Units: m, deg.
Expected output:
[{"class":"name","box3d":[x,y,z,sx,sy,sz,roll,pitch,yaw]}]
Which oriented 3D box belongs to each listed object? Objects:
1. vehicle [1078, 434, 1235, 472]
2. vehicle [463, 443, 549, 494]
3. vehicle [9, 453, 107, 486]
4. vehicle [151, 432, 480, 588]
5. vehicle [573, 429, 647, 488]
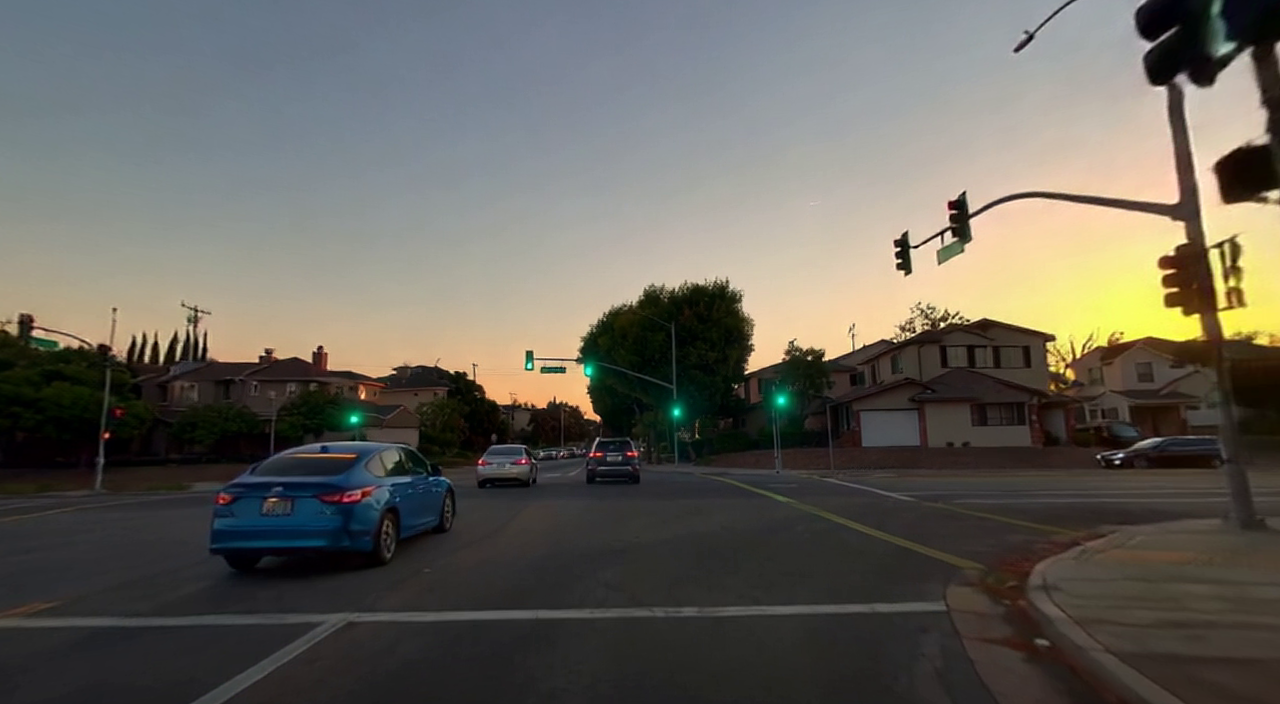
[{"class":"vehicle","box3d":[20.414,4.003,25.164,4.353,1.431,1.876,-2,-8,12]},{"class":"vehicle","box3d":[-4.206,3.698,20.566,1.934,1.459,4.368,0,-8,-1]},{"class":"vehicle","box3d":[-32.614,6.565,35.575,2.113,1.603,4.222,2,-8,-13]},{"class":"vehicle","box3d":[-3.760,1.879,8.572,1.977,1.488,4.741,0,-8,0]},{"class":"vehicle","box3d":[-1.076,3.774,22.829,2.396,1.881,4.606,0,-8,-2]}]
